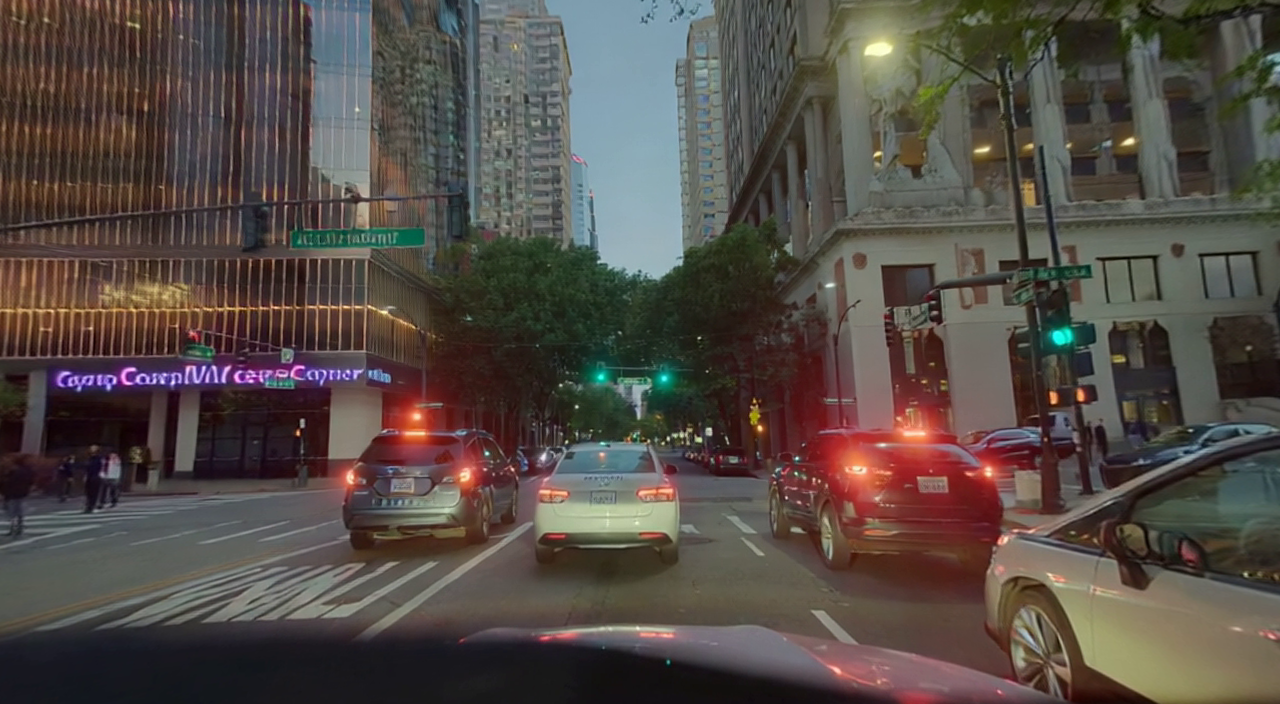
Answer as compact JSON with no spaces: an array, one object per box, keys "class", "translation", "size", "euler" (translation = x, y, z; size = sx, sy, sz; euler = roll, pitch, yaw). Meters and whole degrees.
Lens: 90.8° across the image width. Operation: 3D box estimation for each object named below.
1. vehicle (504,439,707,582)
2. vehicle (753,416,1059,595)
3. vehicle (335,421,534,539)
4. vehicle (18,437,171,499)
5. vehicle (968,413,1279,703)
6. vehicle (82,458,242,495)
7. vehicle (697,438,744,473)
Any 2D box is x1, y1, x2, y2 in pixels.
[{"class":"vehicle","translation":[-0.387,1.945,8.665],"size":[2.092,1.454,4.132],"euler":[0,-8,-1]},{"class":"vehicle","translation":[3.038,1.853,8.632],"size":[2.072,1.735,4.759],"euler":[0,-8,0]},{"class":"vehicle","translation":[-3.693,2.416,12.688],"size":[2.190,1.840,5.272],"euler":[0,-8,0]},{"class":"vehicle","translation":[-30.882,6.521,35.945],"size":[5.896,3.276,2.809],"euler":[1,-8,0]},{"class":"vehicle","translation":[2.744,0.811,1.127],"size":[1.902,1.454,4.540],"euler":[0,-8,0]},{"class":"vehicle","translation":[-20.127,5.231,26.758],"size":[5.153,1.449,1.966],"euler":[0,-8,1]},{"class":"vehicle","translation":[5.652,7.336,45.045],"size":[2.420,2.300,5.313],"euler":[0,-8,-3]}]
